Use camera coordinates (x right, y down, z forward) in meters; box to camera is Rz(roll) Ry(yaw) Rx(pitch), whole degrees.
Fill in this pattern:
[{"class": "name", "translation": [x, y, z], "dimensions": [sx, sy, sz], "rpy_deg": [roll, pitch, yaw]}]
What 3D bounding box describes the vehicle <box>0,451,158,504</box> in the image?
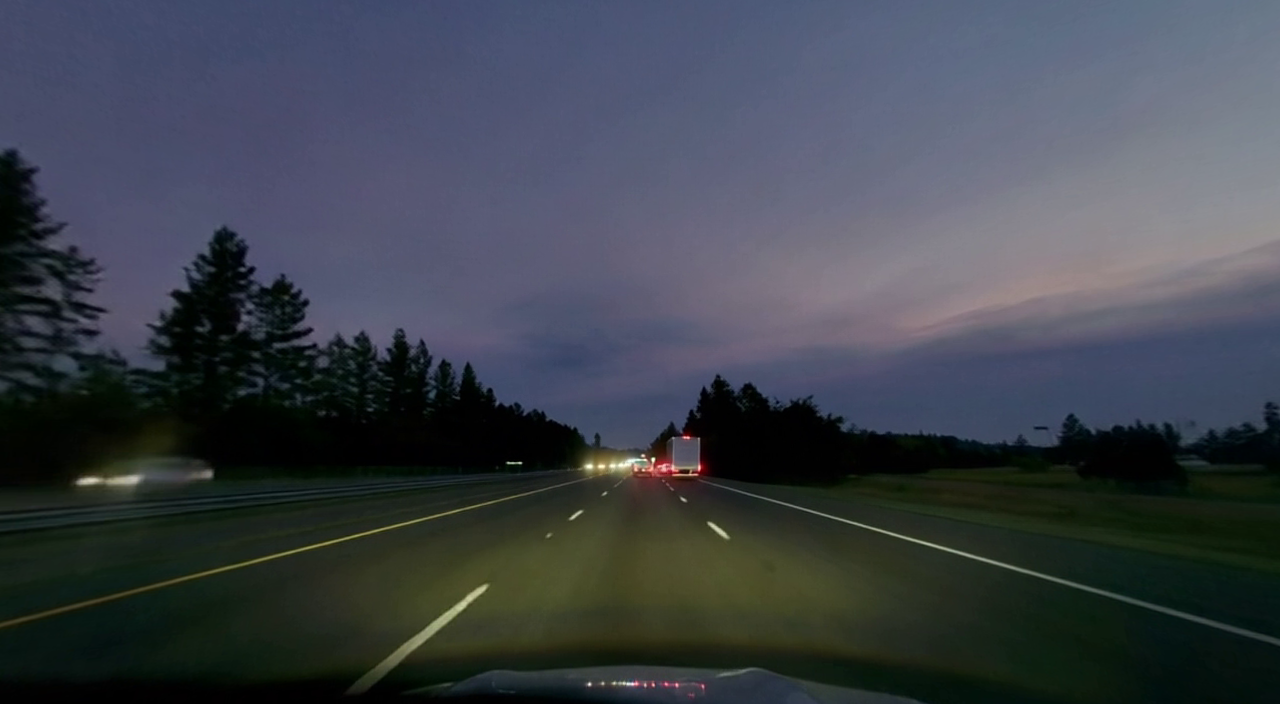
[{"class": "vehicle", "translation": [-18.963, 4.161, 21.093], "dimensions": [1.851, 1.541, 4.504], "rpy_deg": [1, -10, 0]}]
